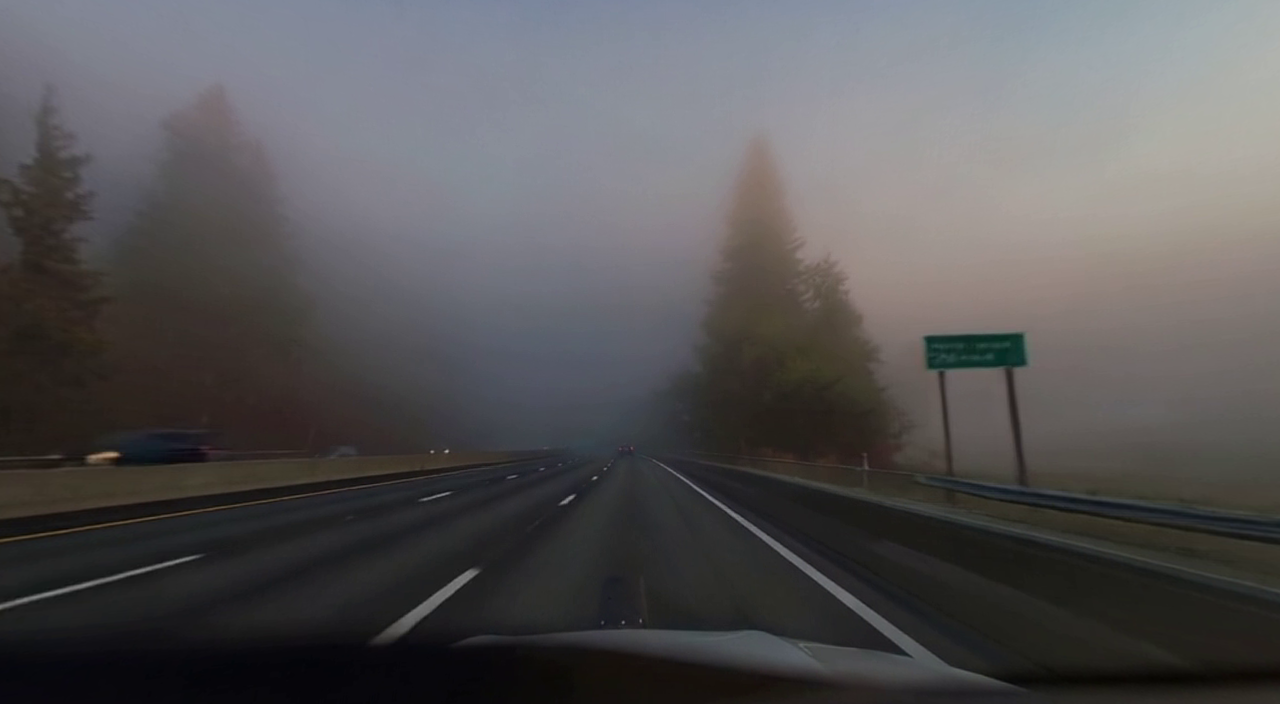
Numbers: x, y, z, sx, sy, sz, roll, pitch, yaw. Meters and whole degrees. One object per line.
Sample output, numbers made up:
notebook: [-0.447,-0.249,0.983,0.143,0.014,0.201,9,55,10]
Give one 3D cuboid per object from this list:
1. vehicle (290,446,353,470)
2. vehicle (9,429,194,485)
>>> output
vehicle: [-20.826,6.925,41.418,1.778,1.477,4.642,0,-8,-1]
vehicle: [-17.320,3.403,20.689,1.984,1.622,4.617,0,-8,-1]
